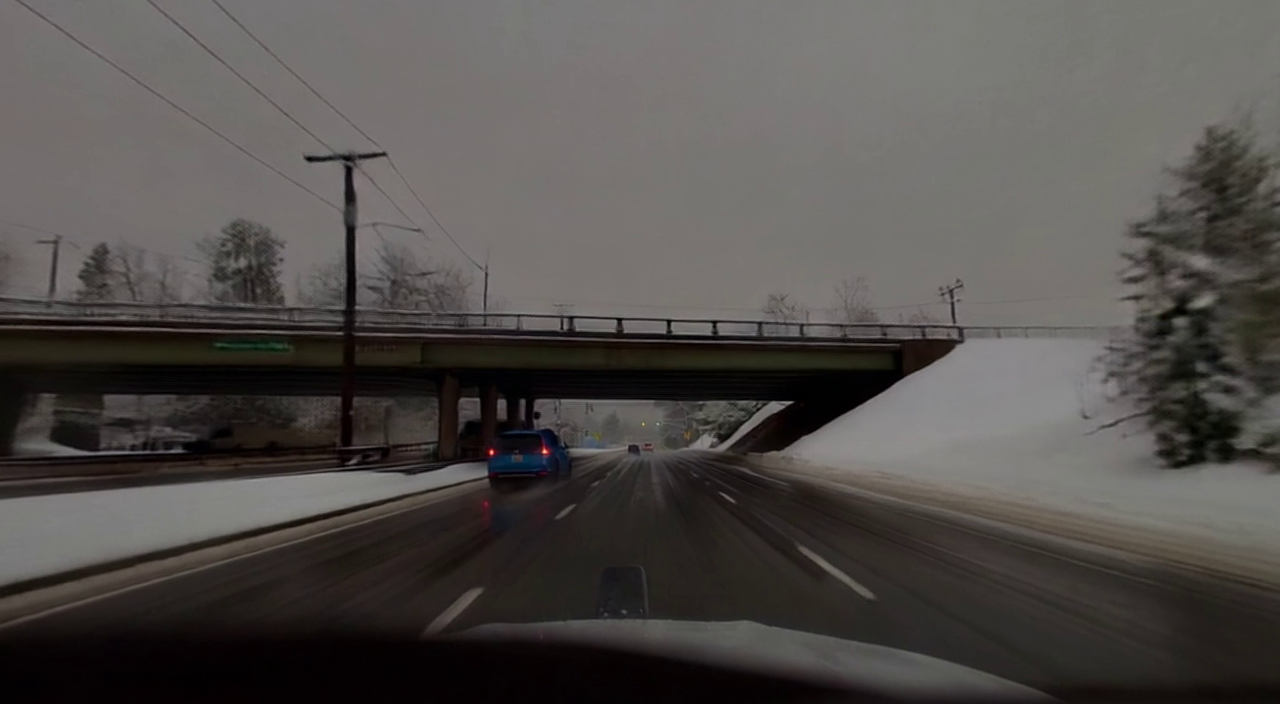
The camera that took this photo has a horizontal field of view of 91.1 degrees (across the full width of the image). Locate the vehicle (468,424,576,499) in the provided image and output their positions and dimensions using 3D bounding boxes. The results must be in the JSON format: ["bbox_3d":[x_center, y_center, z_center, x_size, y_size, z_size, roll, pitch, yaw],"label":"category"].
[{"bbox_3d":[-2.939,2.842,16.621,1.882,1.704,4.335,0,-8,2],"label":"vehicle"}]
